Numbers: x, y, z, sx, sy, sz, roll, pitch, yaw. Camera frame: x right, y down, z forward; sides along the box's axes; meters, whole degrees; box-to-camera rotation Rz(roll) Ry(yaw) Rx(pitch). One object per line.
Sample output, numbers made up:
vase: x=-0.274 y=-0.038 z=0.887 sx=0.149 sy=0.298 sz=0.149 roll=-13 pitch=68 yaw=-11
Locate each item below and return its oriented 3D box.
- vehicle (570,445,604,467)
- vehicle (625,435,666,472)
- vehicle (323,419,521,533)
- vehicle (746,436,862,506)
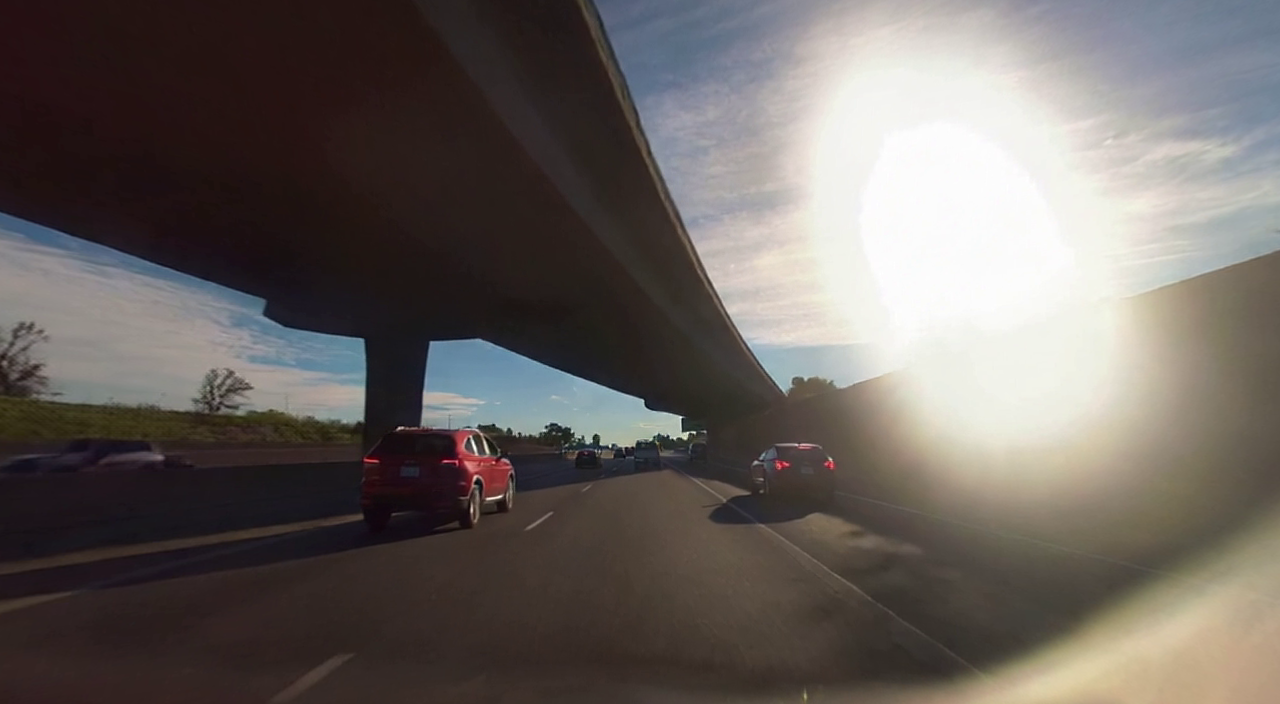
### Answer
vehicle: x=-3.718 y=7.415 z=44.904 sx=1.994 sy=1.475 sz=4.171 roll=0 pitch=-9 yaw=1
vehicle: x=0.294 y=5.716 z=35.560 sx=2.155 sy=1.909 sz=4.529 roll=0 pitch=-9 yaw=0
vehicle: x=-3.822 y=2.282 z=12.110 sx=2.089 sy=1.751 sz=4.515 roll=0 pitch=-9 yaw=1
vehicle: x=4.018 y=2.987 z=16.163 sx=1.959 sy=1.554 sz=3.795 roll=0 pitch=-9 yaw=0
